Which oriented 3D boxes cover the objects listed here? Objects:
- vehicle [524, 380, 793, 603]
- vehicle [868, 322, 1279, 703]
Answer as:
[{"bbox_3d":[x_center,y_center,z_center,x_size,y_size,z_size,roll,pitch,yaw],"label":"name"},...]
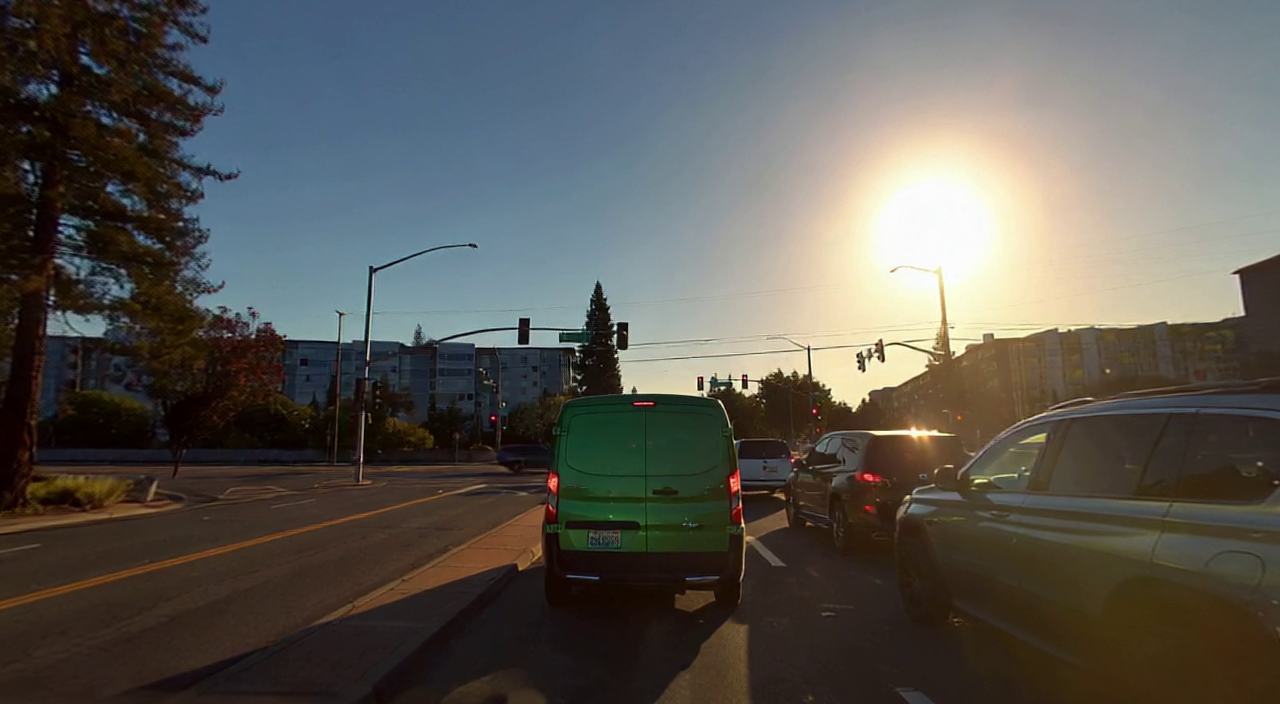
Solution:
[{"bbox_3d":[0.168,1.465,7.432,2.185,1.822,4.391,0,-8,1],"label":"vehicle"},{"bbox_3d":[2.899,0.946,3.175,1.971,1.663,4.287,0,-8,2],"label":"vehicle"}]
